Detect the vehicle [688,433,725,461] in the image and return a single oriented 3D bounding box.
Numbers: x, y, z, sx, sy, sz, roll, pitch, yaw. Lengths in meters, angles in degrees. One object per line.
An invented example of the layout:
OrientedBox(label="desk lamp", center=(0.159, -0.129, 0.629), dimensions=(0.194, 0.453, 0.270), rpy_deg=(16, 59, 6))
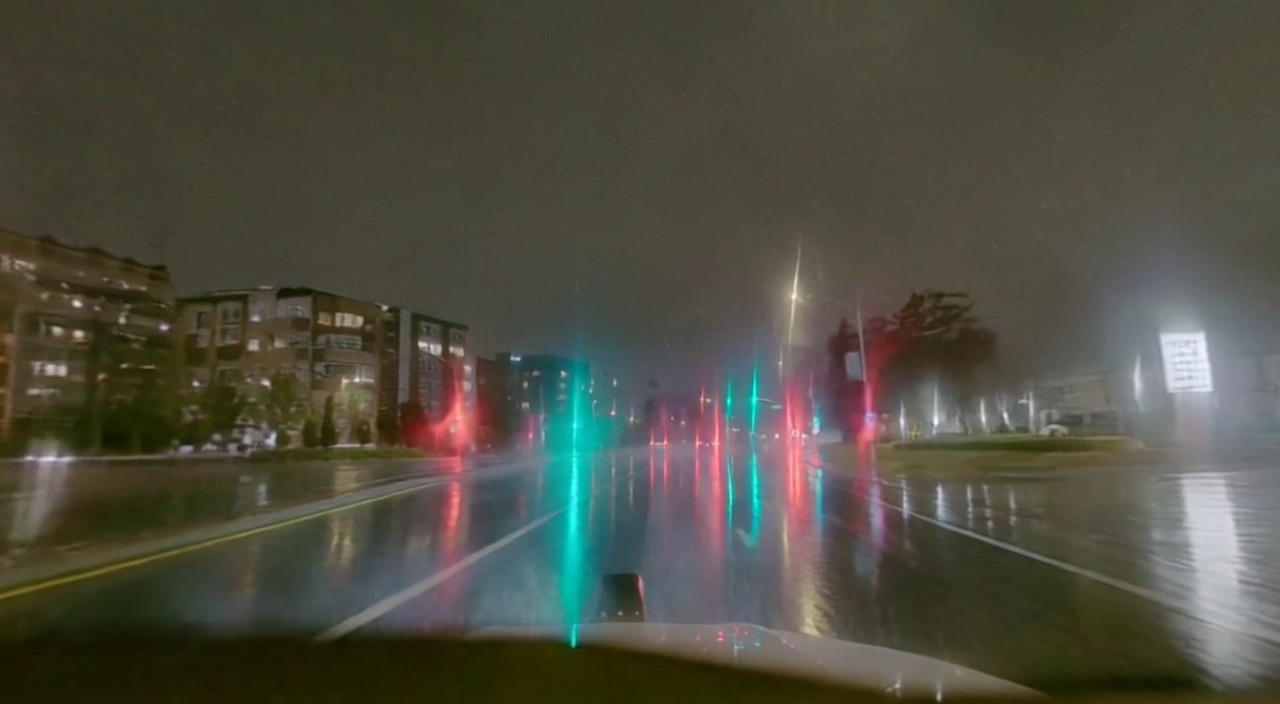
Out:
OrientedBox(label="vehicle", center=(4.961, 6.949, 46.475), dimensions=(2.356, 1.931, 4.840), rpy_deg=(-2, -8, 10))
